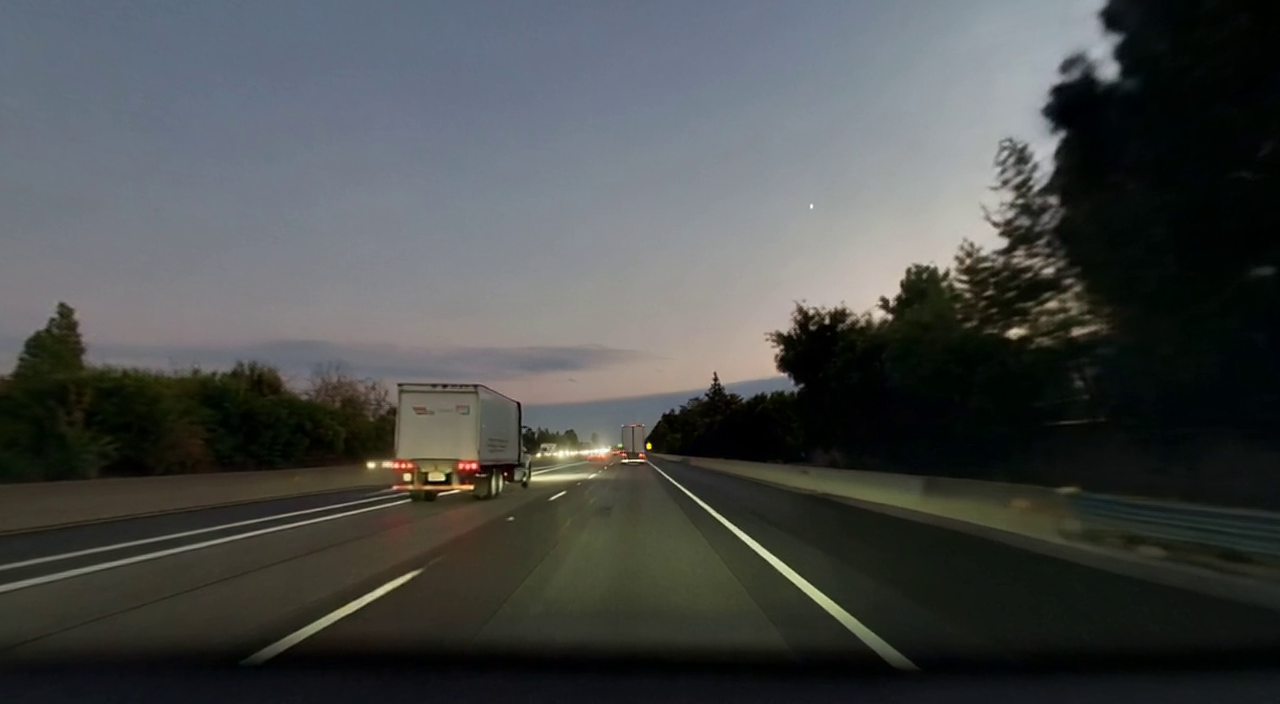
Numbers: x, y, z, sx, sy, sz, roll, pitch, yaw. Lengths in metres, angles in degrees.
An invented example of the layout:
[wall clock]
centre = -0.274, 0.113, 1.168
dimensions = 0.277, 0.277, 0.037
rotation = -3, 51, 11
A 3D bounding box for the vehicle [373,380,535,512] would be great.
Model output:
[vehicle]
centre = -4.512, 2.504, 16.742
dimensions = 2.368, 2.813, 6.329
rotation = 0, -9, 0
